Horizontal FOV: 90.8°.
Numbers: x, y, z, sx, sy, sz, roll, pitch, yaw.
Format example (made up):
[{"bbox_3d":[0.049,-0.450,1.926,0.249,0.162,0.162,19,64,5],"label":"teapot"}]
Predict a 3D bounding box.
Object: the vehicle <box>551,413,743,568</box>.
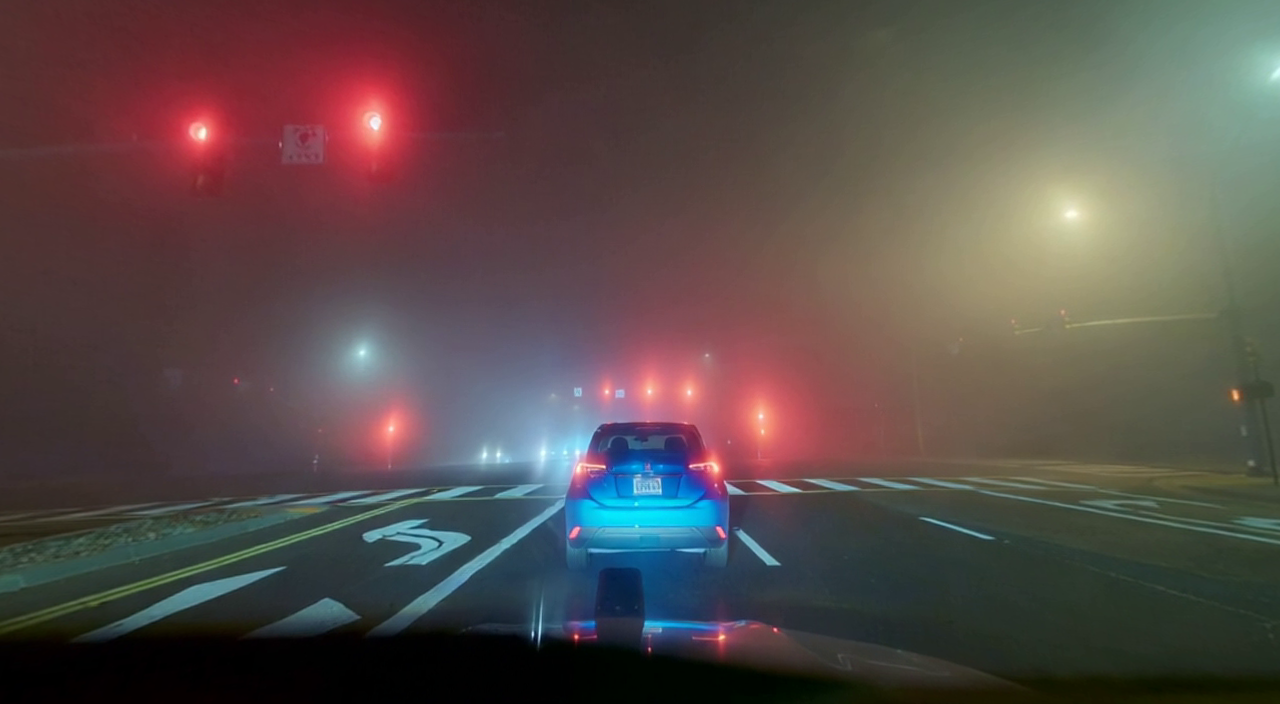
[{"bbox_3d":[0.035,1.755,8.714,2.027,1.626,3.942,0,-8,-1],"label":"vehicle"}]
